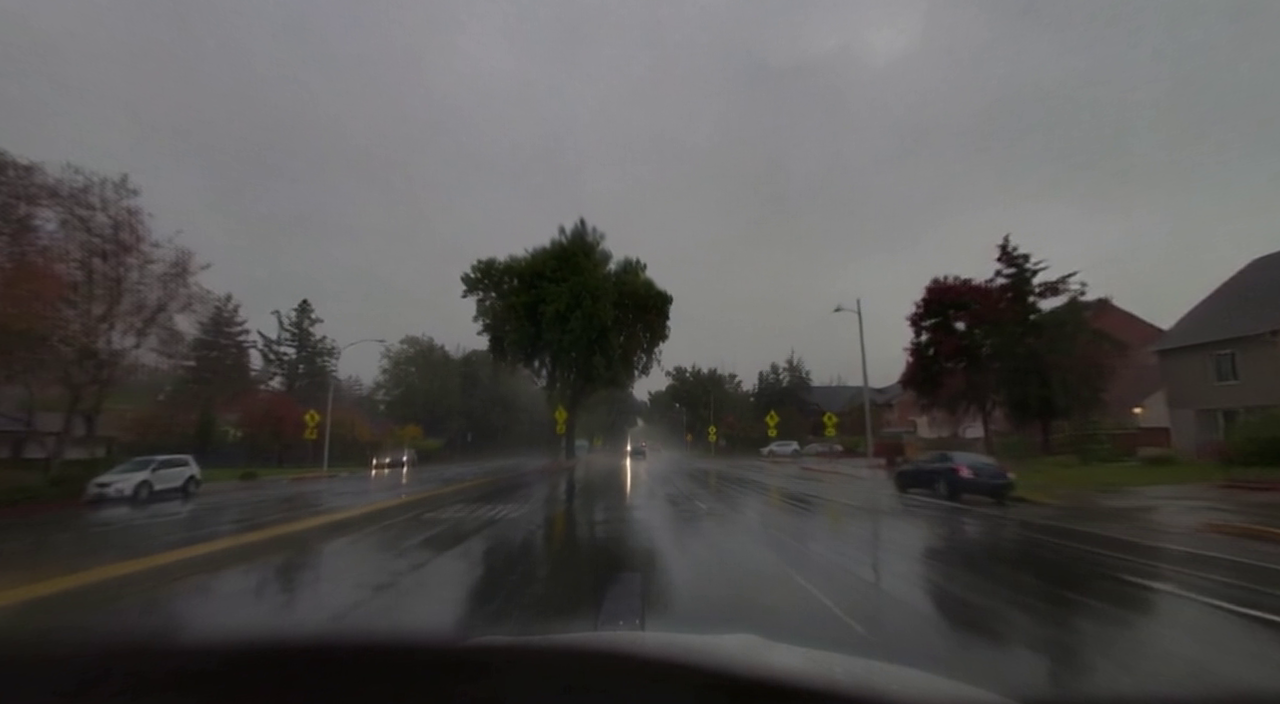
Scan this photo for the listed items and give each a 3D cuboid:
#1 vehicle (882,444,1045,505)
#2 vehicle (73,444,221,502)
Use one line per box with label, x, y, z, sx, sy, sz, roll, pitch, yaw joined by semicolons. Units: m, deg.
vehicle;8.706;3.300;17.559;1.925;1.454;4.493;1;-9;-4
vehicle;-18.281;4.453;23.783;1.994;1.874;4.502;-3;-8;-1
